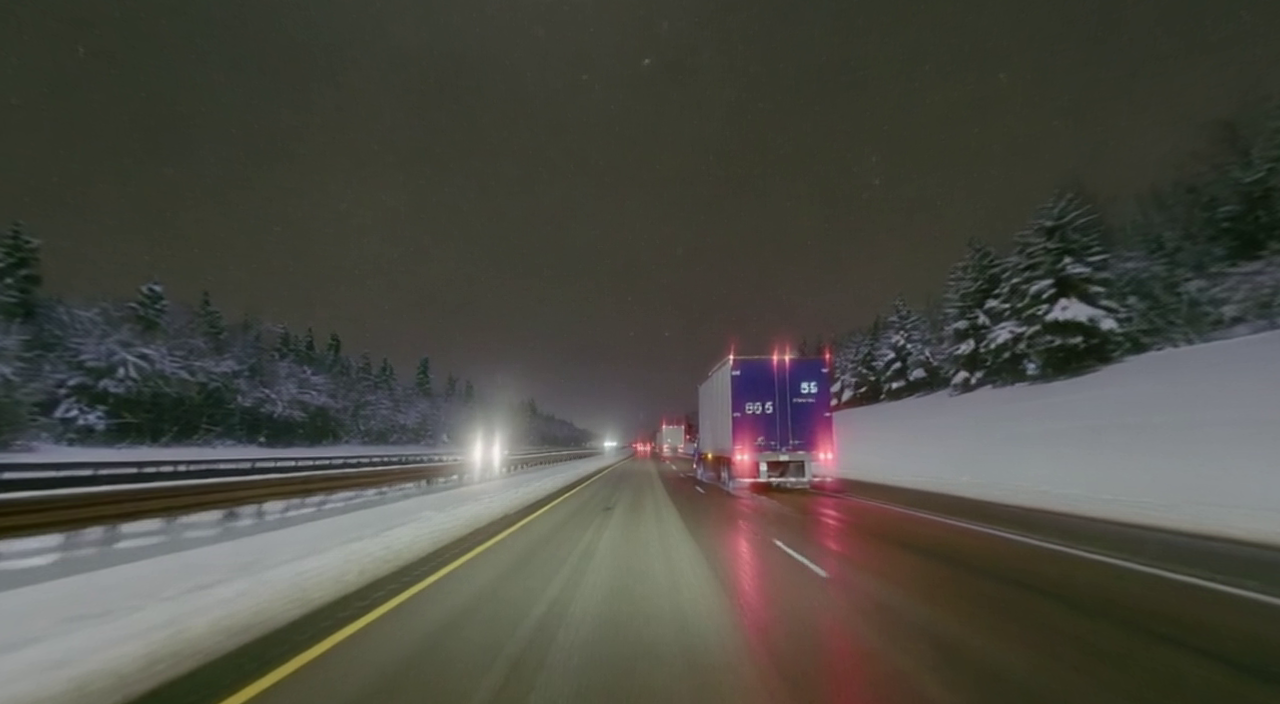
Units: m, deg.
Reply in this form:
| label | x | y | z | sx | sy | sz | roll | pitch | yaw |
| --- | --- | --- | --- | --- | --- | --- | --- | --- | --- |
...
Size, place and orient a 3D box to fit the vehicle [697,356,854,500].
| label | x | y | z | sx | sy | sz | roll | pitch | yaw |
| --- | --- | --- | --- | --- | --- | --- | --- | --- | --- |
| vehicle | 3.951 | 2.736 | 21.442 | 3.107 | 3.718 | 10.231 | 0 | -9 | 0 |
